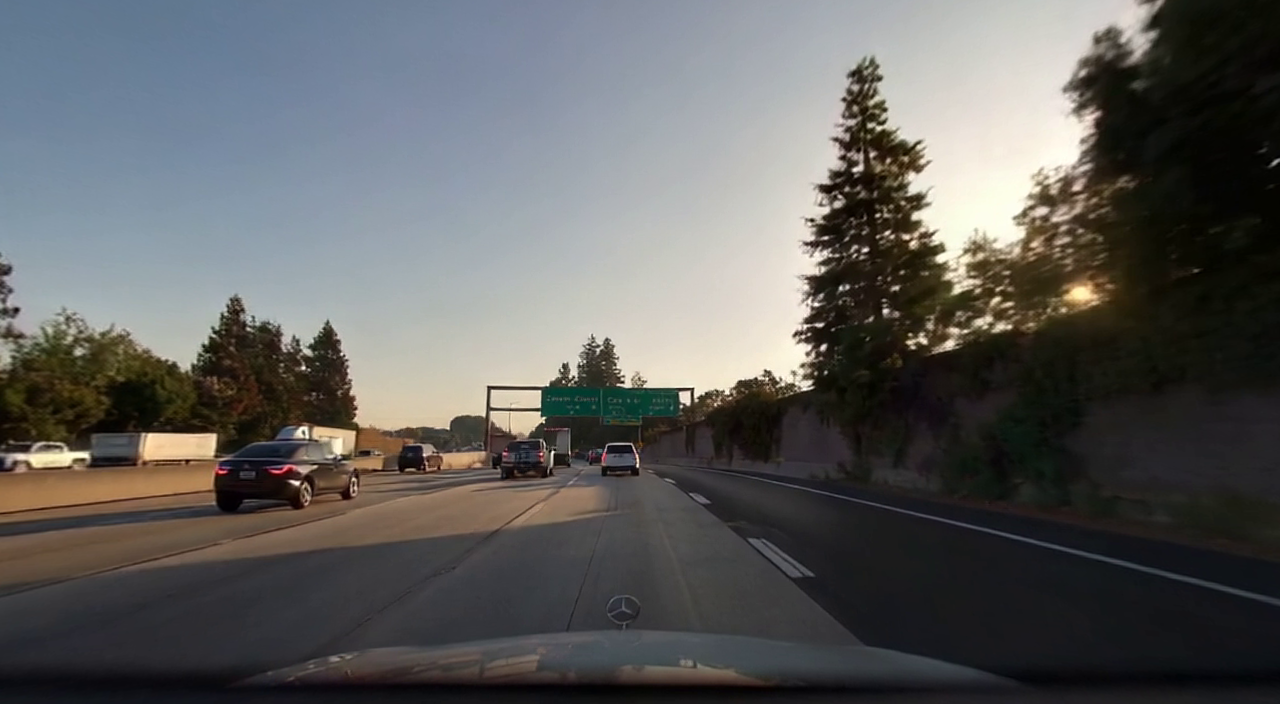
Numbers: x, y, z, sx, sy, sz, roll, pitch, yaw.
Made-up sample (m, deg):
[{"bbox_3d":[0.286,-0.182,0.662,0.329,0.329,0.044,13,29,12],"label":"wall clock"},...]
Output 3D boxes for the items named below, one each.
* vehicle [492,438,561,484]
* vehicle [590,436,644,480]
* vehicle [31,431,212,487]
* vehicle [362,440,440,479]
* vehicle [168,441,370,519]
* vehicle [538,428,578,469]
[{"bbox_3d":[-4.338,4.209,24.753,2.005,1.631,4.295,0,-8,-1],"label":"vehicle"},{"bbox_3d":[-0.983,4.409,26.515,2.092,1.671,3.772,0,-8,-2],"label":"vehicle"},{"bbox_3d":[-16.089,3.339,19.964,1.973,1.553,4.504,0,-8,-2],"label":"vehicle"},{"bbox_3d":[-11.933,5.381,31.905,2.079,1.807,5.187,0,-8,-2],"label":"vehicle"},{"bbox_3d":[-7.975,2.753,14.183,1.896,1.465,4.399,0,-8,-1],"label":"vehicle"},{"bbox_3d":[-5.624,6.715,44.134,2.279,2.672,5.256,0,-8,-2],"label":"vehicle"}]
